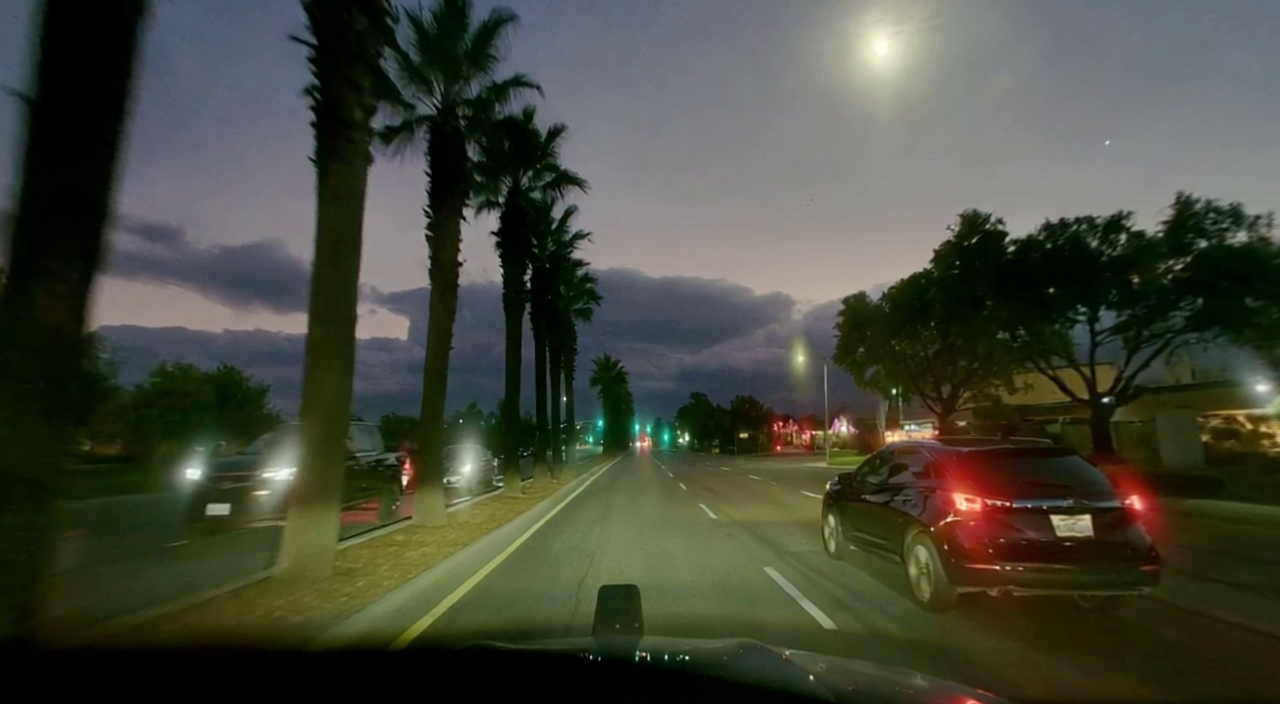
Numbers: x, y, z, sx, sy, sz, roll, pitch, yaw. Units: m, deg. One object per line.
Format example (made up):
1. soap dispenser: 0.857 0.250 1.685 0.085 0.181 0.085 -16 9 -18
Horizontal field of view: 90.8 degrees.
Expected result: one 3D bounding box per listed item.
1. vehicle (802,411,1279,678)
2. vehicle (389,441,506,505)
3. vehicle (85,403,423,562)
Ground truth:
1. vehicle: 3.159 1.443 5.970 1.989 1.492 4.689 0 -9 0
2. vehicle: -4.870 3.104 16.663 1.798 1.441 4.309 0 -9 -1
3. vehicle: -5.225 1.854 9.746 1.917 1.756 5.264 0 -9 -1
